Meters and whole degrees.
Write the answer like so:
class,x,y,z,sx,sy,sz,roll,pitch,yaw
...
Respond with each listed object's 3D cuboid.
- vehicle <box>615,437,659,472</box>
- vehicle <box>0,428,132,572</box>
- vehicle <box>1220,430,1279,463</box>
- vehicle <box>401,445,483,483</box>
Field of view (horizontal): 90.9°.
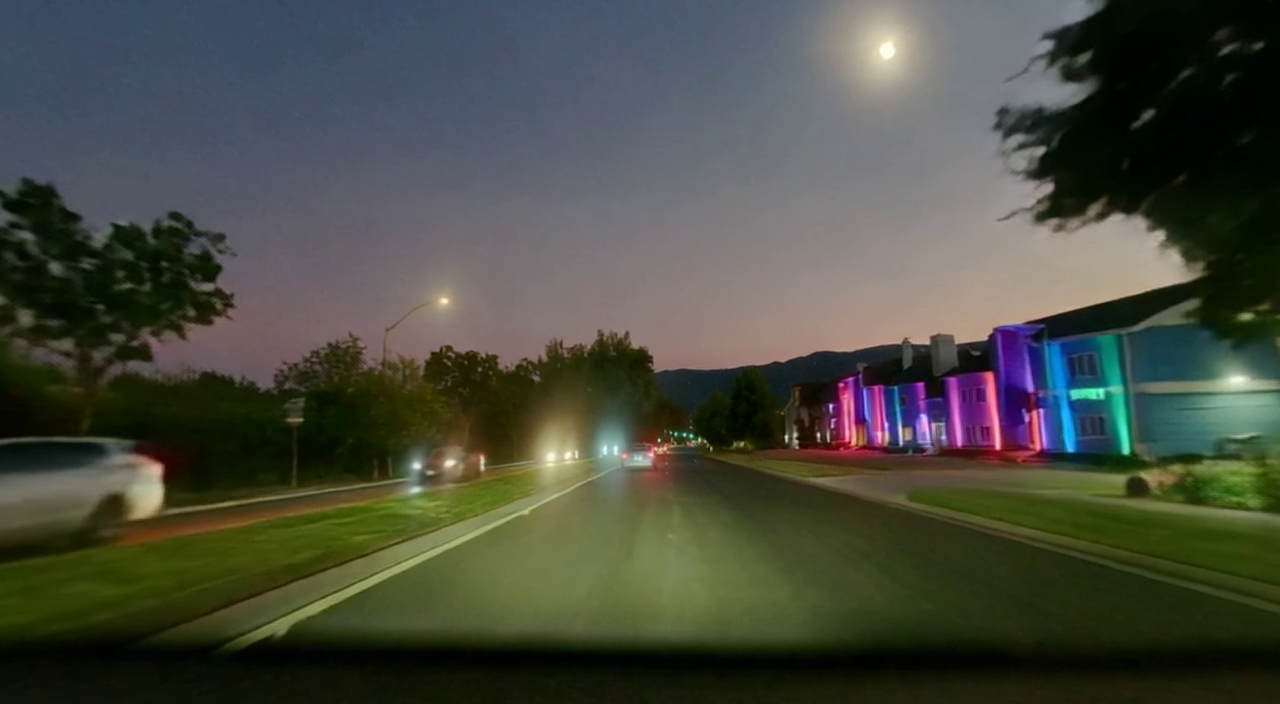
class,x,y,z,sx,sy,sz,roll,pitch,yaw
vehicle,-0.070,5.355,33.135,2.129,1.713,4.314,0,-8,2
vehicle,-9.037,1.776,7.464,2.093,1.772,4.478,0,-8,3
vehicle,30.742,4.680,31.299,3.781,1.533,1.683,5,-10,-30
vehicle,-8.566,4.862,27.704,1.935,1.522,4.348,0,-8,3
